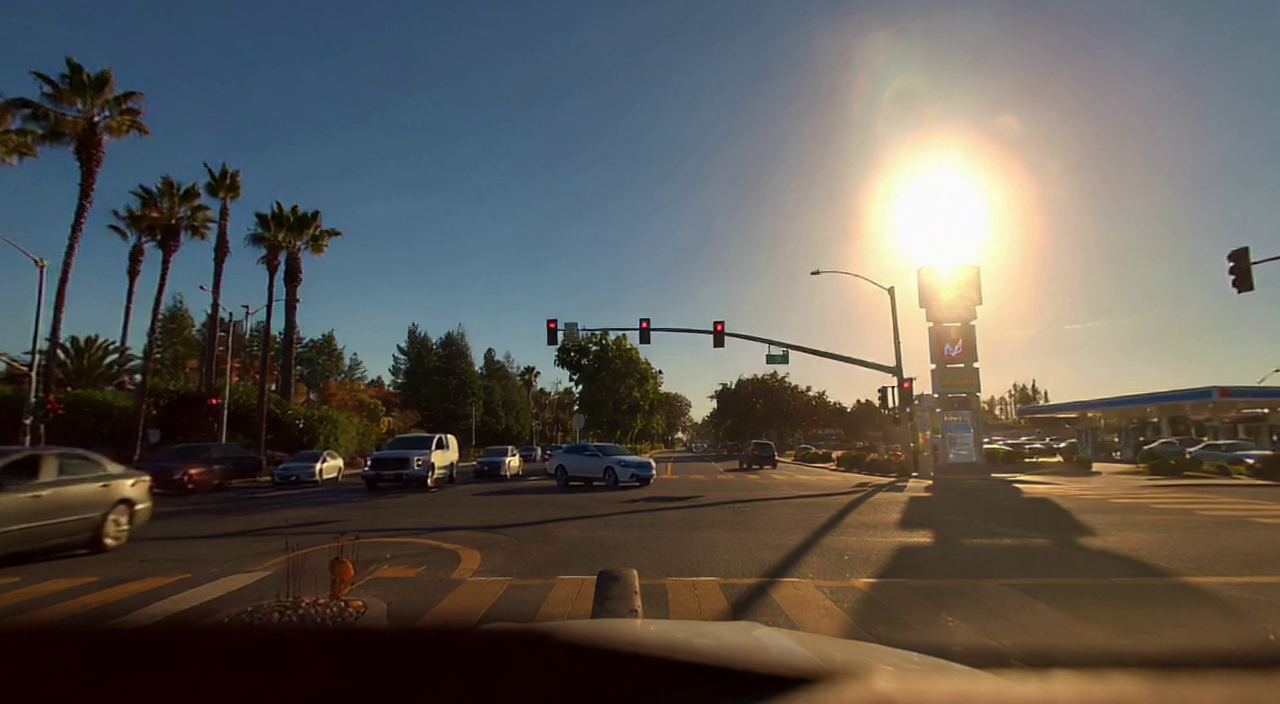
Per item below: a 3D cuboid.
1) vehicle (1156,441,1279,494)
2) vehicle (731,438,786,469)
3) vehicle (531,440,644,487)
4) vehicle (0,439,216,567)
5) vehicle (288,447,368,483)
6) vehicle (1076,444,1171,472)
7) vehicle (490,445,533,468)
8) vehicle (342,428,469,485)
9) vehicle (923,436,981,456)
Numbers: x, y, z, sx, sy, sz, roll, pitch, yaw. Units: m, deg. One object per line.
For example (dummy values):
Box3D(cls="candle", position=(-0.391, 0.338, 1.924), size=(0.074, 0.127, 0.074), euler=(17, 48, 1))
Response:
Box3D(cls="vehicle", position=(18.670, 3.407, 18.820), size=(5.015, 1.446, 1.862), euler=(0, -9, -3))
Box3D(cls="vehicle", position=(7.014, 6.102, 37.989), size=(1.929, 1.719, 4.892), euler=(1, -9, -6))
Box3D(cls="vehicle", position=(-2.050, 3.981, 23.004), size=(2.079, 1.490, 5.064), euler=(5, -10, -30))
Box3D(cls="vehicle", position=(-8.647, 2.010, 8.940), size=(2.034, 1.510, 4.647), euler=(0, -9, 0))
Box3D(cls="vehicle", position=(-15.175, 5.483, 31.011), size=(1.809, 1.605, 4.033), euler=(0, -9, 0))
Box3D(cls="vehicle", position=(24.246, 5.315, 31.747), size=(3.474, 1.376, 1.538), euler=(0, -9, -2))
Box3D(cls="vehicle", position=(-8.534, 7.005, 42.427), size=(1.908, 1.473, 4.394), euler=(0, -9, 1))
Box3D(cls="vehicle", position=(-8.646, 3.944, 24.067), size=(2.609, 1.865, 5.875), euler=(0, -9, 0))
Box3D(cls="vehicle", position=(22.520, 6.784, 45.667), size=(3.356, 1.395, 1.559), euler=(0, -9, -1))
